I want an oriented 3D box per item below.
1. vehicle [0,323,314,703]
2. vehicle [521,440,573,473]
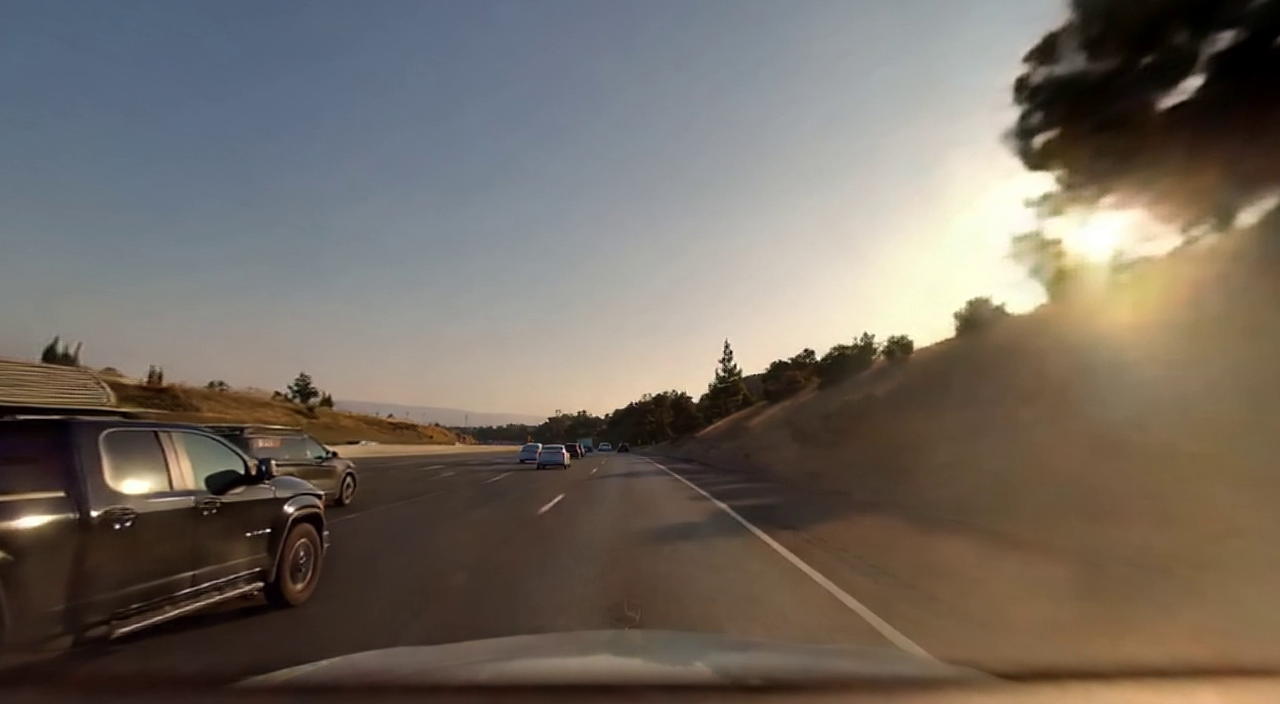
[{"bbox_3d":[-3.846,0.782,2.632,2.200,1.807,5.041,0,-8,1],"label":"vehicle"},{"bbox_3d":[-4.586,5.209,31.691,2.012,1.509,4.359,0,-8,-1],"label":"vehicle"}]
